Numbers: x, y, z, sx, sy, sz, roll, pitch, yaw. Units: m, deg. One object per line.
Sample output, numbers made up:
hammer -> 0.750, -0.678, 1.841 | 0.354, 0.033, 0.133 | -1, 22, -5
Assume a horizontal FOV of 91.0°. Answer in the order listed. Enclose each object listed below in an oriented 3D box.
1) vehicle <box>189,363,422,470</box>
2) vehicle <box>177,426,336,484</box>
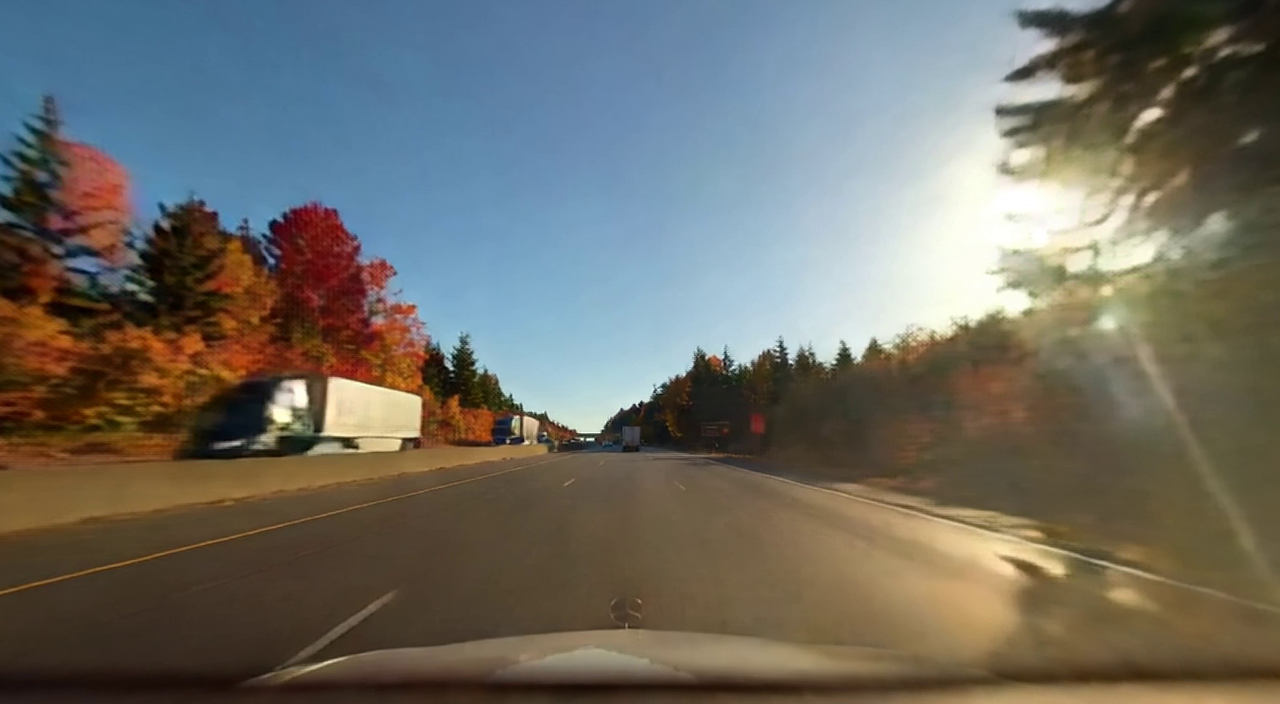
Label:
vehicle -> -16.006, 3.700, 33.093 | 2.997, 4.179, 16.997 | 0, -8, 0
vehicle -> -11.311, 3.061, 19.048 | 1.948, 1.519, 4.592 | 0, -8, 0
